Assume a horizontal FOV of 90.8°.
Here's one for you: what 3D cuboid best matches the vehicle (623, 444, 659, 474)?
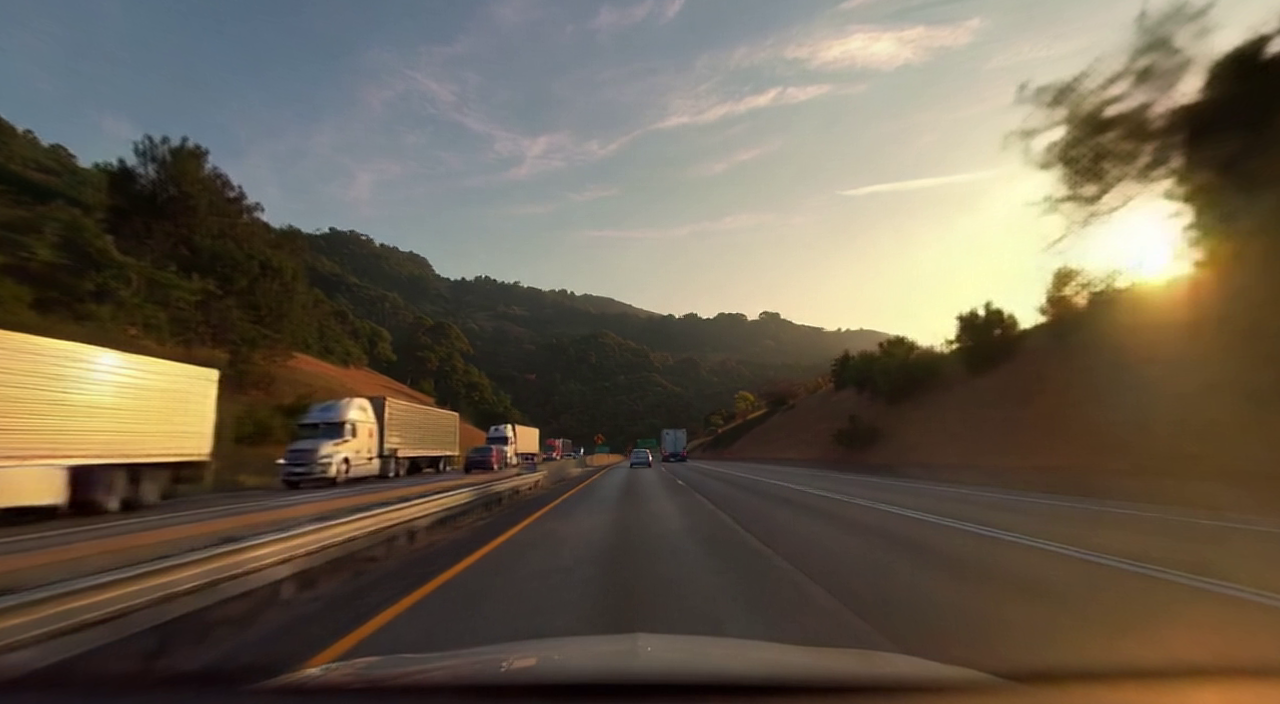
[{"bbox_3d":[0.040,6.550,38.880,2.137,1.689,4.051,0,-9,-1],"label":"vehicle"}]

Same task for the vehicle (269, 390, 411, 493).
[{"bbox_3d":[-12.729,3.930,27.591,3.002,3.963,6.351,0,-9,-1],"label":"vehicle"}]

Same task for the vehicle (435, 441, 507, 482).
[{"bbox_3d":[-8.530,5.570,32.402,2.292,1.917,5.174,0,-9,-1],"label":"vehicle"}]

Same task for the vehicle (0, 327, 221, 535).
[{"bbox_3d":[-14.022,1.376,11.247,2.829,4.048,14.297,0,-9,2],"label":"vehicle"}]
